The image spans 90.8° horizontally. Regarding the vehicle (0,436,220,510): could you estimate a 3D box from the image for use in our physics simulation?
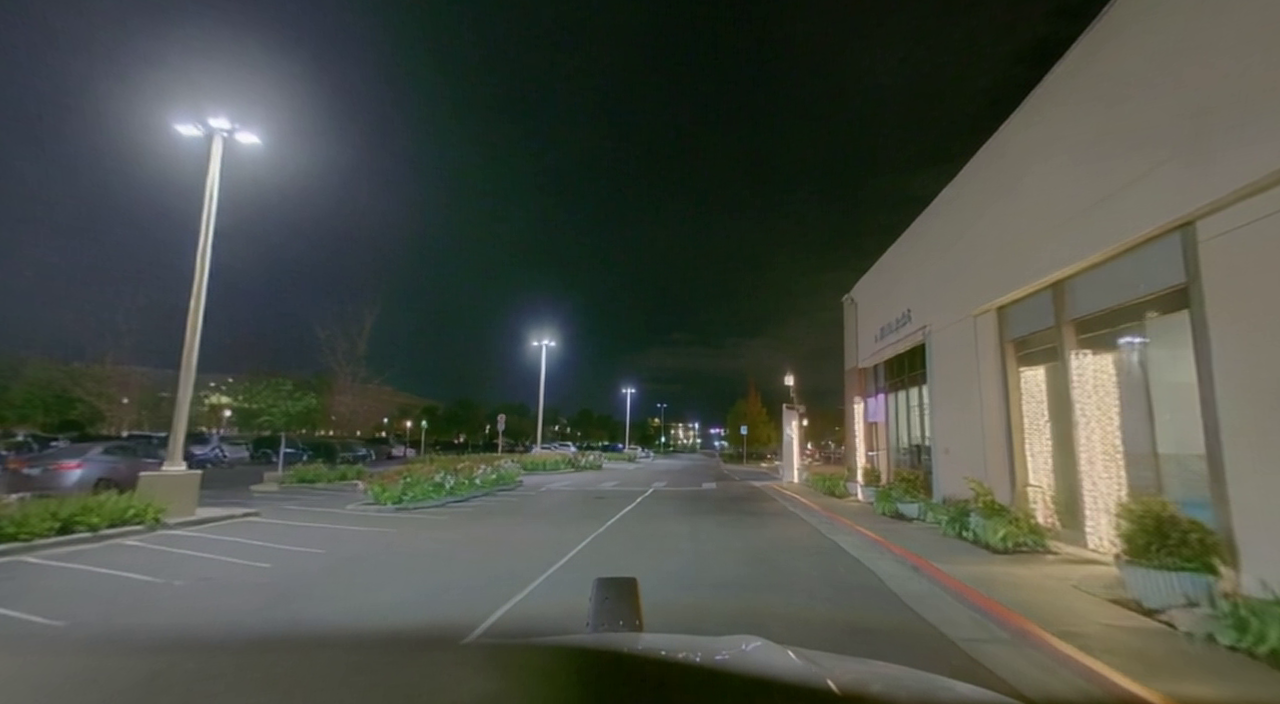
[{"bbox_3d":[-12.513,2.750,14.871,1.847,1.443,4.484,-1,-9,6],"label":"vehicle"}]

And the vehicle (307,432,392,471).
[{"bbox_3d":[-15.640,5.390,34.308,1.972,1.923,4.535,-1,-9,7],"label":"vehicle"}]
